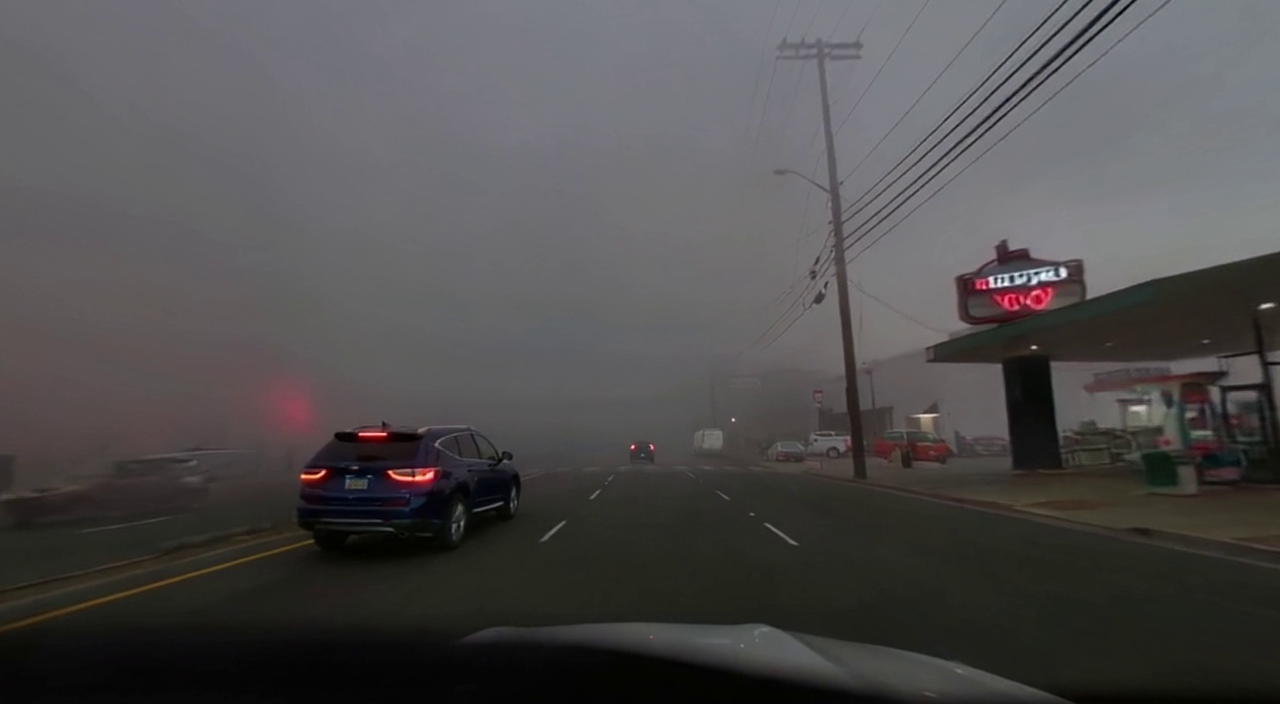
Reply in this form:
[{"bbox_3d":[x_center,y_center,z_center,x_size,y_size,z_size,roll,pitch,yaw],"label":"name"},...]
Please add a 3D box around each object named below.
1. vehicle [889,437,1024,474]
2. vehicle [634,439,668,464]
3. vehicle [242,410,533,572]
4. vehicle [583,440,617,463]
[{"bbox_3d":[13.421,4.393,26.953,4.707,1.485,1.948,0,-9,-1],"label":"vehicle"},{"bbox_3d":[0.668,6.286,39.817,2.037,1.484,4.073,0,-9,1],"label":"vehicle"},{"bbox_3d":[-2.975,1.761,8.739,2.049,1.646,4.445,-1,-9,2],"label":"vehicle"},{"bbox_3d":[-2.710,6.876,43.665,1.950,1.450,4.257,-1,-9,2],"label":"vehicle"}]
